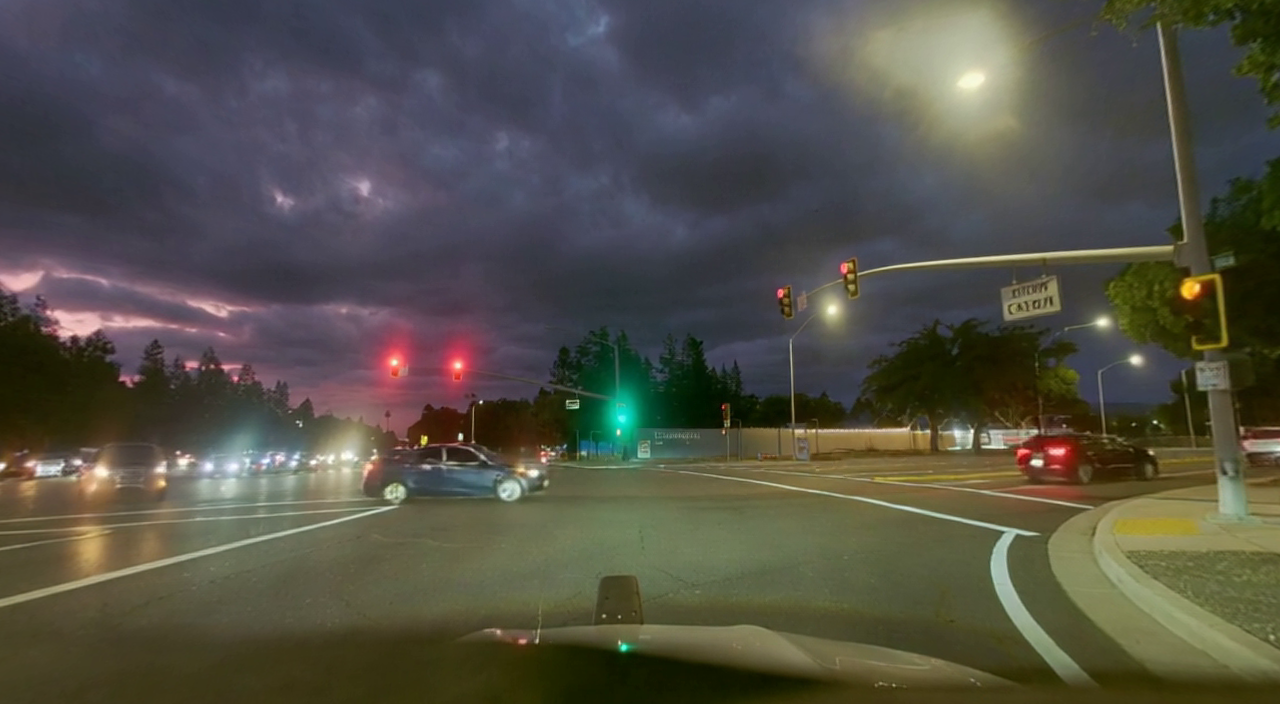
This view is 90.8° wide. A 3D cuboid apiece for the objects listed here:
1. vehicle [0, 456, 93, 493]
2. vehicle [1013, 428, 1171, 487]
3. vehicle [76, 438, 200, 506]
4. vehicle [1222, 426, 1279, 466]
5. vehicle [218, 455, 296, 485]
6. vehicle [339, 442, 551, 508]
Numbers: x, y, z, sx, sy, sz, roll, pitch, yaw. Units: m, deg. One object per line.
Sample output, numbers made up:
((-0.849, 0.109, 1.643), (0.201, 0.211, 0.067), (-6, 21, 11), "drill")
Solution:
((-31.196, 6.263, 32.629), (2.142, 1.723, 4.692), (1, -9, -9), "vehicle")
((13.767, 3.177, 19.234), (4.281, 1.621, 1.903), (4, -9, -25), "vehicle")
((-16.771, 3.954, 21.504), (2.358, 1.937, 5.896), (5, -10, -30), "vehicle")
((29.933, 4.459, 30.039), (4.619, 1.759, 2.101), (5, -10, -34), "vehicle")
((-20.724, 6.378, 34.425), (1.999, 1.468, 4.702), (1, -9, -10), "vehicle")
((-4.813, 3.023, 15.814), (4.728, 1.471, 1.957), (-3, -9, 15), "vehicle")
